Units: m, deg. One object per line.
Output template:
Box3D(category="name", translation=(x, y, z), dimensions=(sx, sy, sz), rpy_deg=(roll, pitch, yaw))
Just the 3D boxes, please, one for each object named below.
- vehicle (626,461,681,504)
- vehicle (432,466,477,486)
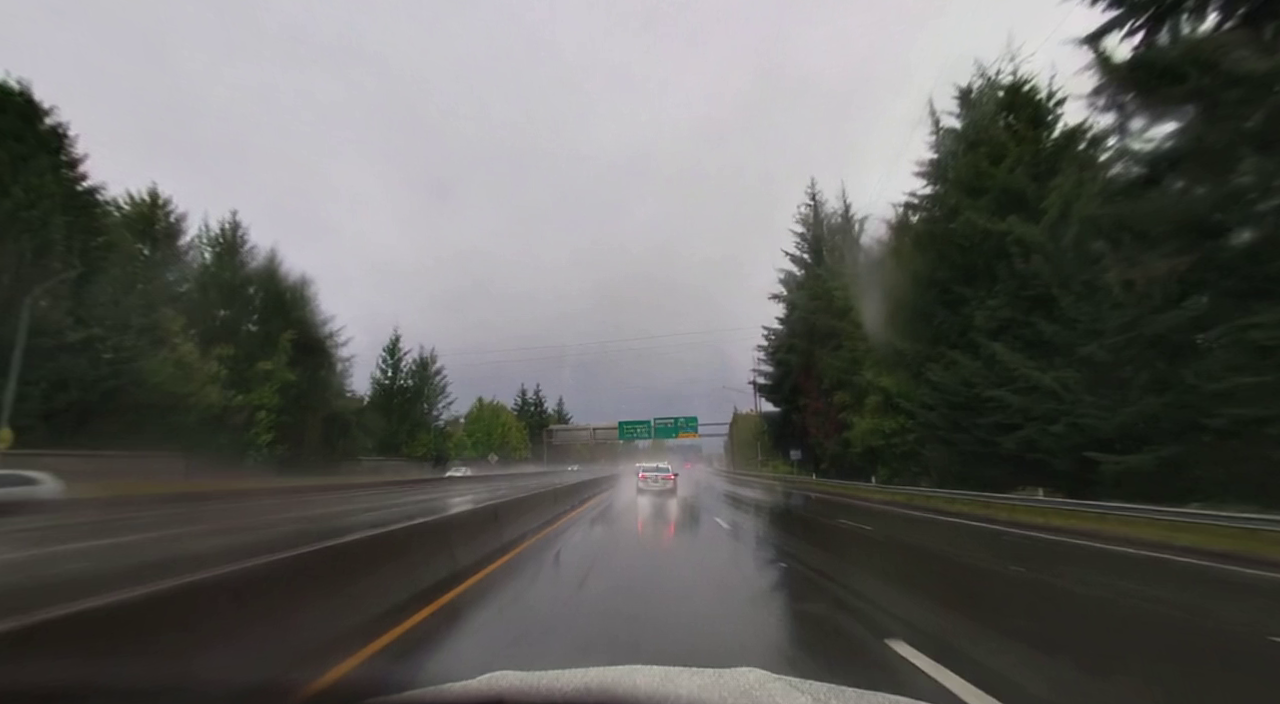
Box3D(category="vehicle", translation=(0.523, 5.023, 24.521), dimensions=(1.987, 1.480, 3.786), rpy_deg=(1, -10, 1))
Box3D(category="vehicle", translation=(-14.085, 9.443, 48.002), dimensions=(1.895, 1.425, 4.524), rpy_deg=(0, -10, 2))
